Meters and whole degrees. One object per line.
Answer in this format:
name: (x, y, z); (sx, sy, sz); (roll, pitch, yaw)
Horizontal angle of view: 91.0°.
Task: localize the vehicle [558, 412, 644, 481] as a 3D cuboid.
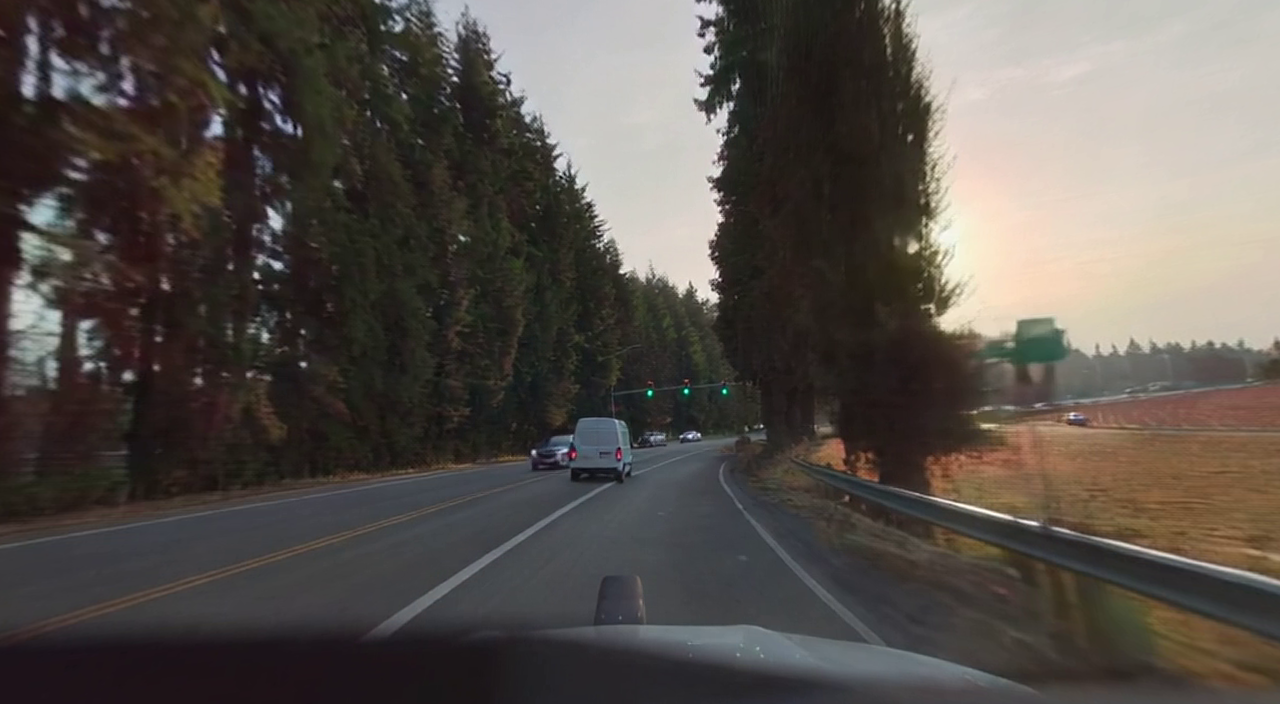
vehicle: (-1.244, 3.411, 22.762); (2.362, 2.185, 5.212); (-1, -8, 5)
